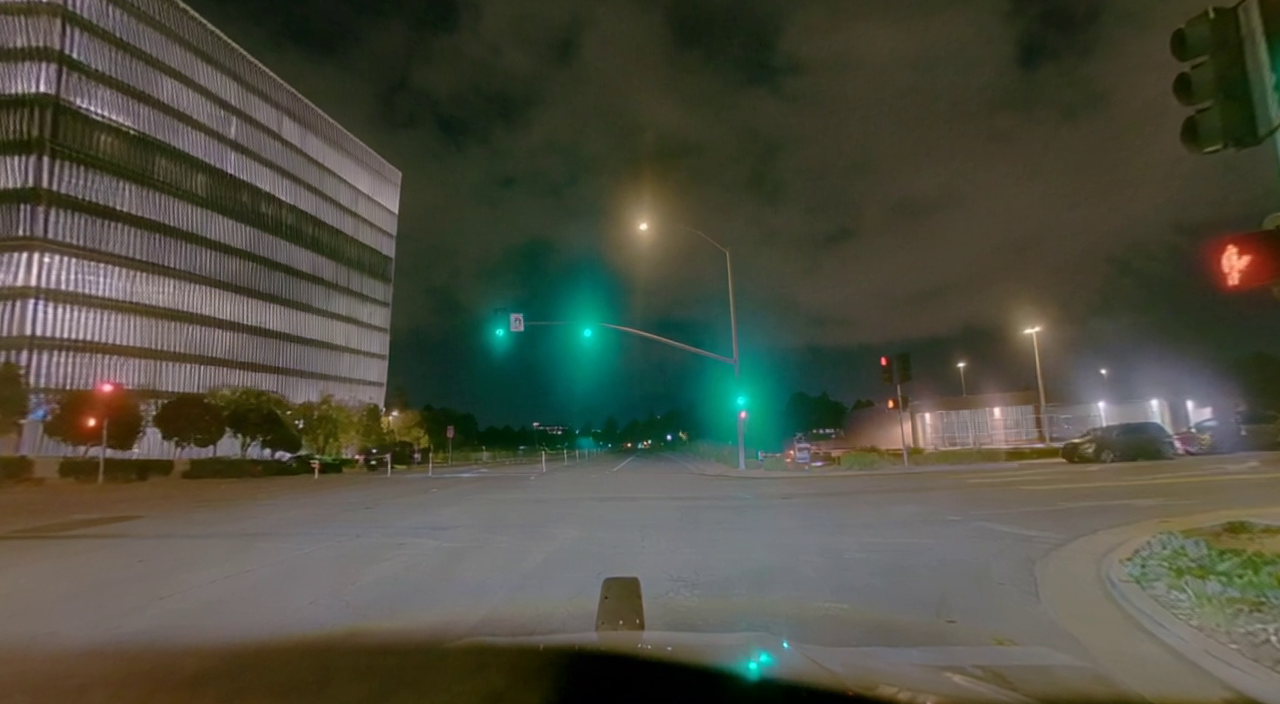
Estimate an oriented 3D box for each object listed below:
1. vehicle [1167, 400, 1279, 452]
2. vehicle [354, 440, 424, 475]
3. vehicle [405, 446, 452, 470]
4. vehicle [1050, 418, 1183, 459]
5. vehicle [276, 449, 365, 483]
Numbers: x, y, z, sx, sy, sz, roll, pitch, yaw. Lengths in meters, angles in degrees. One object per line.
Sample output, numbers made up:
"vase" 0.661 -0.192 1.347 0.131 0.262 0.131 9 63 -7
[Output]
"vehicle" 24.406 3.024 25.192 2.109 1.836 5.080 -2 -10 -1
"vehicle" -14.886 6.284 37.639 2.091 1.915 5.040 0 -9 0
"vehicle" -15.136 7.599 45.284 1.932 1.605 4.146 1 -9 -1
"vehicle" 19.065 3.524 25.510 1.834 1.480 4.458 1 -9 -1
"vehicle" -14.816 5.291 29.535 1.790 1.437 4.349 0 -9 2
